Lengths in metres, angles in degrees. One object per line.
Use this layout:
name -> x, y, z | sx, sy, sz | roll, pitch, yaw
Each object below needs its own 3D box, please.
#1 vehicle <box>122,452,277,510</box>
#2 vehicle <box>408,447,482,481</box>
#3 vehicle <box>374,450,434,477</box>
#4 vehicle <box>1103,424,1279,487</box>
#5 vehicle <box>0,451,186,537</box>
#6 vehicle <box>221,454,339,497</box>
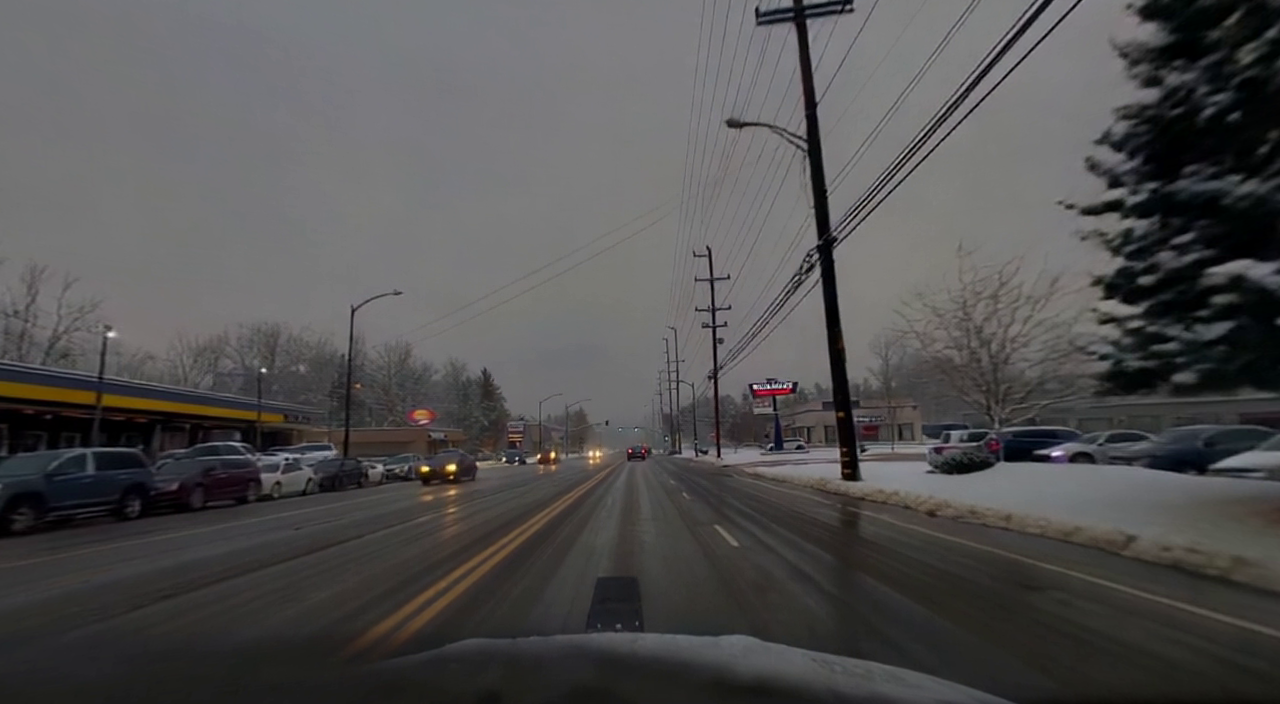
vehicle -> -13.882, 4.034, 20.304 | 1.891, 1.565, 4.315 | 1, -8, -1
vehicle -> -9.188, 5.274, 30.192 | 1.988, 1.472, 4.633 | 0, -8, 1
vehicle -> -14.905, 7.069, 40.251 | 1.954, 1.519, 5.051 | -1, -8, -1
vehicle -> 14.627, 2.557, 15.784 | 4.524, 1.454, 1.983 | 0, -8, -1
vehicle -> -13.752, 3.281, 15.188 | 1.793, 1.534, 5.400 | -2, -7, -1
vehicle -> -14.446, 4.956, 25.774 | 1.927, 1.427, 5.198 | 1, -8, -3
